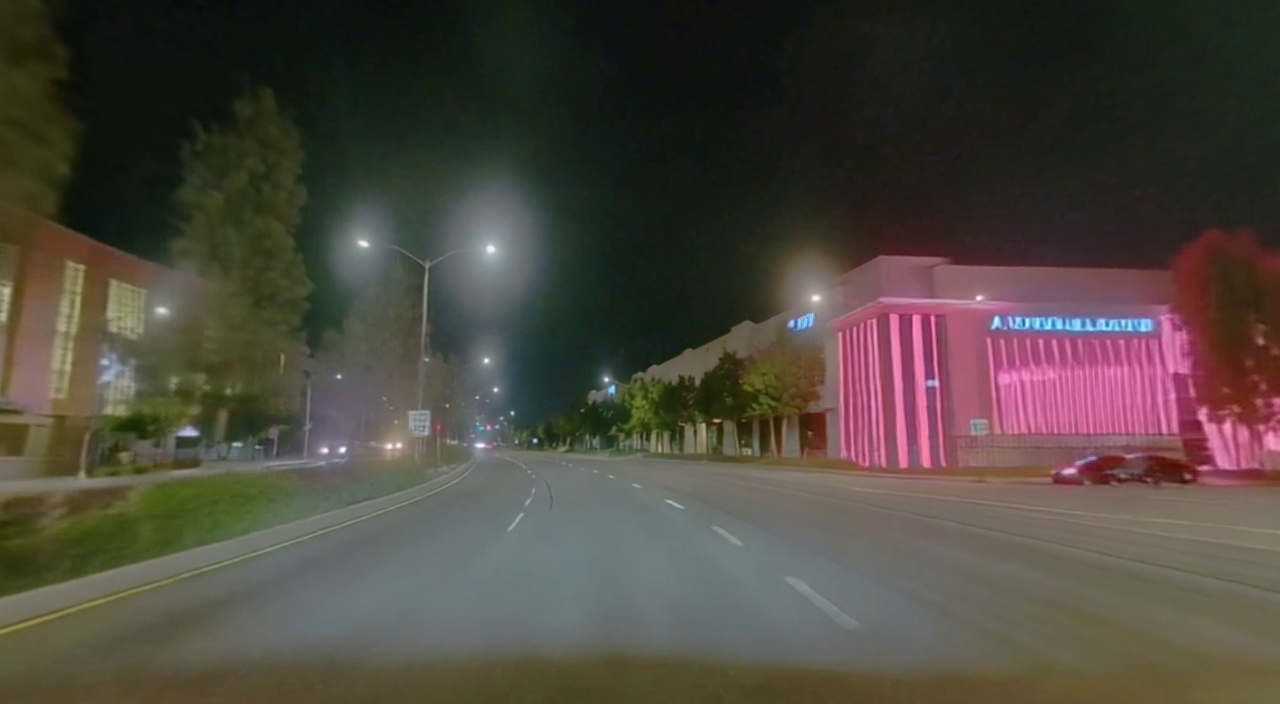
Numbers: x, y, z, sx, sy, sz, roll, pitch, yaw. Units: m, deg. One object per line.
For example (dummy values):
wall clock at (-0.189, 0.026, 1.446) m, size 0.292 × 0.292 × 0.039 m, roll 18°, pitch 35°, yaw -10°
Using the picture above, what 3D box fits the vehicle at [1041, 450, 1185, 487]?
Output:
vehicle at (22.264, 5.480, 29.828) m, size 4.946 × 1.656 × 2.139 m, roll -1°, pitch -8°, yaw 4°
